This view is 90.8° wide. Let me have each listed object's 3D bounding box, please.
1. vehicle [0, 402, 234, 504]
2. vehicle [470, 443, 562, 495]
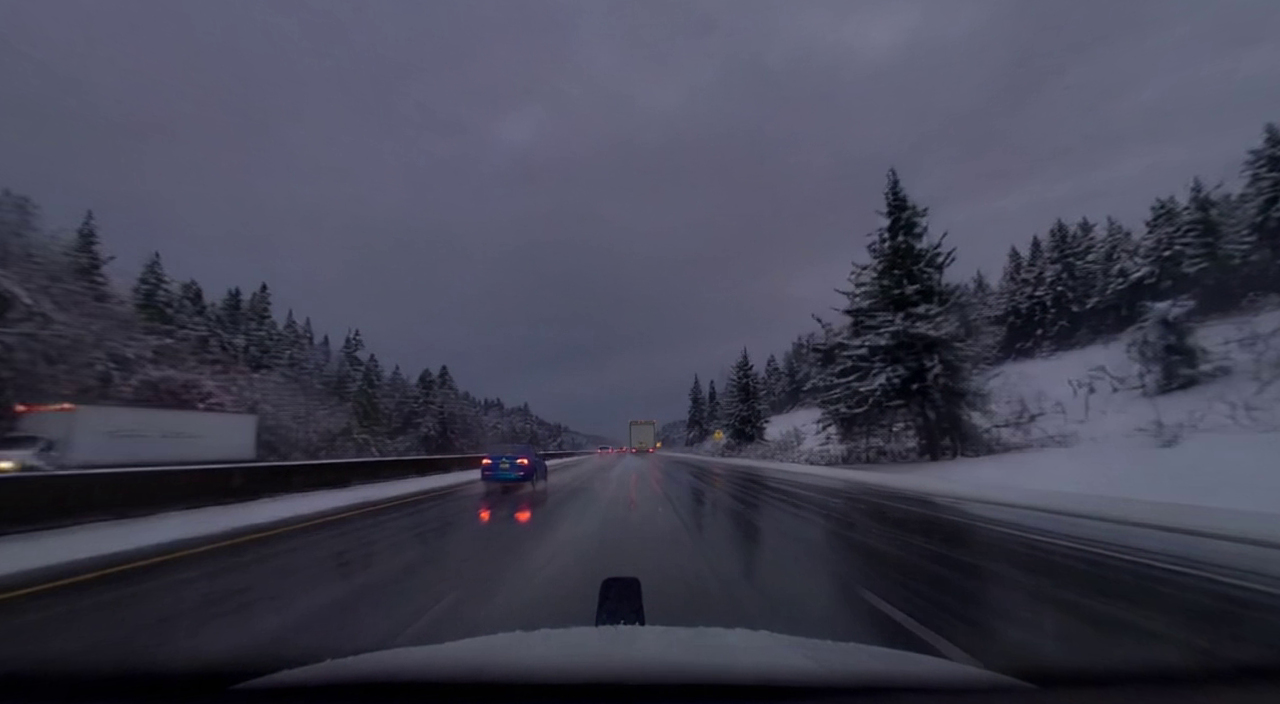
[{"bbox_3d":[-24.920,4.714,29.782,2.972,3.912,10.298,-2,-9,13],"label":"vehicle"},{"bbox_3d":[-3.984,3.855,21.218,1.999,1.533,4.870,-1,-9,1],"label":"vehicle"}]
